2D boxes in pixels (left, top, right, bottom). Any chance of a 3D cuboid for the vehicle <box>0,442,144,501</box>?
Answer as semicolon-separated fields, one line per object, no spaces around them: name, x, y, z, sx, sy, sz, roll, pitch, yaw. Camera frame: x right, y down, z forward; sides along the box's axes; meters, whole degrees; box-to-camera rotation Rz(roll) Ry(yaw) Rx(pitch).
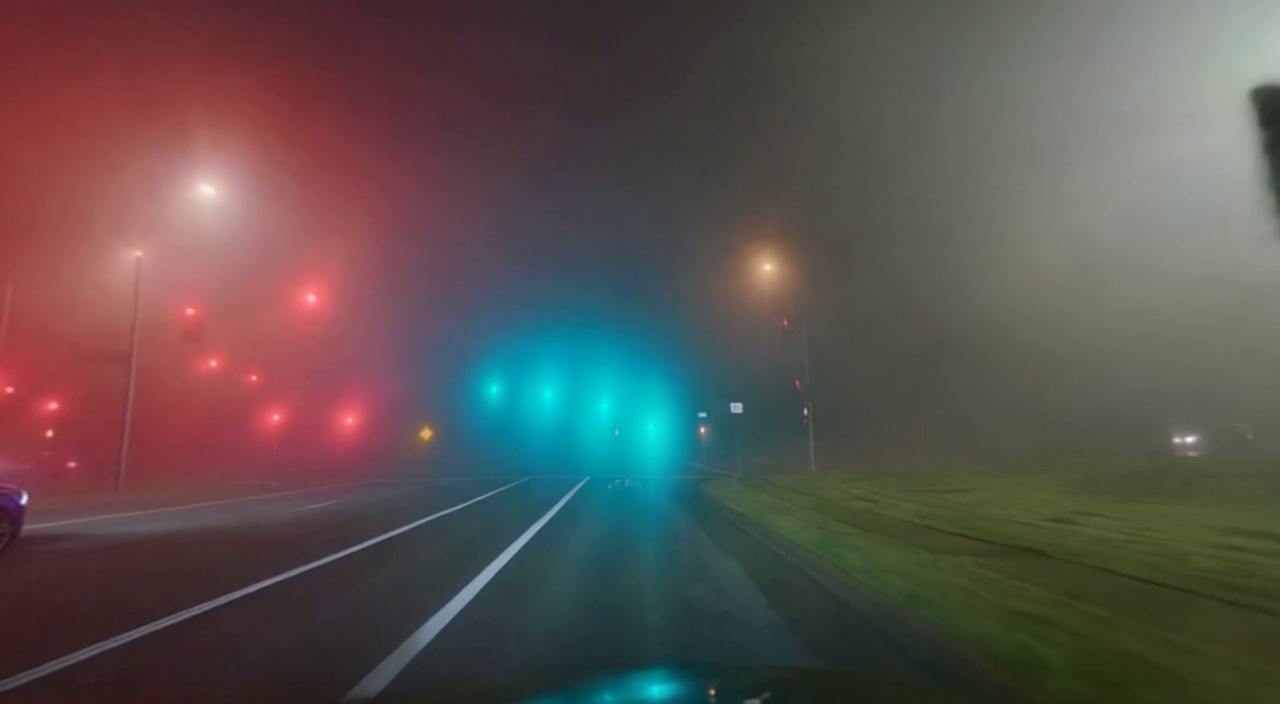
vehicle;-17.438;3.434;18.562;1.837;1.530;4.570;-1;-8;2
